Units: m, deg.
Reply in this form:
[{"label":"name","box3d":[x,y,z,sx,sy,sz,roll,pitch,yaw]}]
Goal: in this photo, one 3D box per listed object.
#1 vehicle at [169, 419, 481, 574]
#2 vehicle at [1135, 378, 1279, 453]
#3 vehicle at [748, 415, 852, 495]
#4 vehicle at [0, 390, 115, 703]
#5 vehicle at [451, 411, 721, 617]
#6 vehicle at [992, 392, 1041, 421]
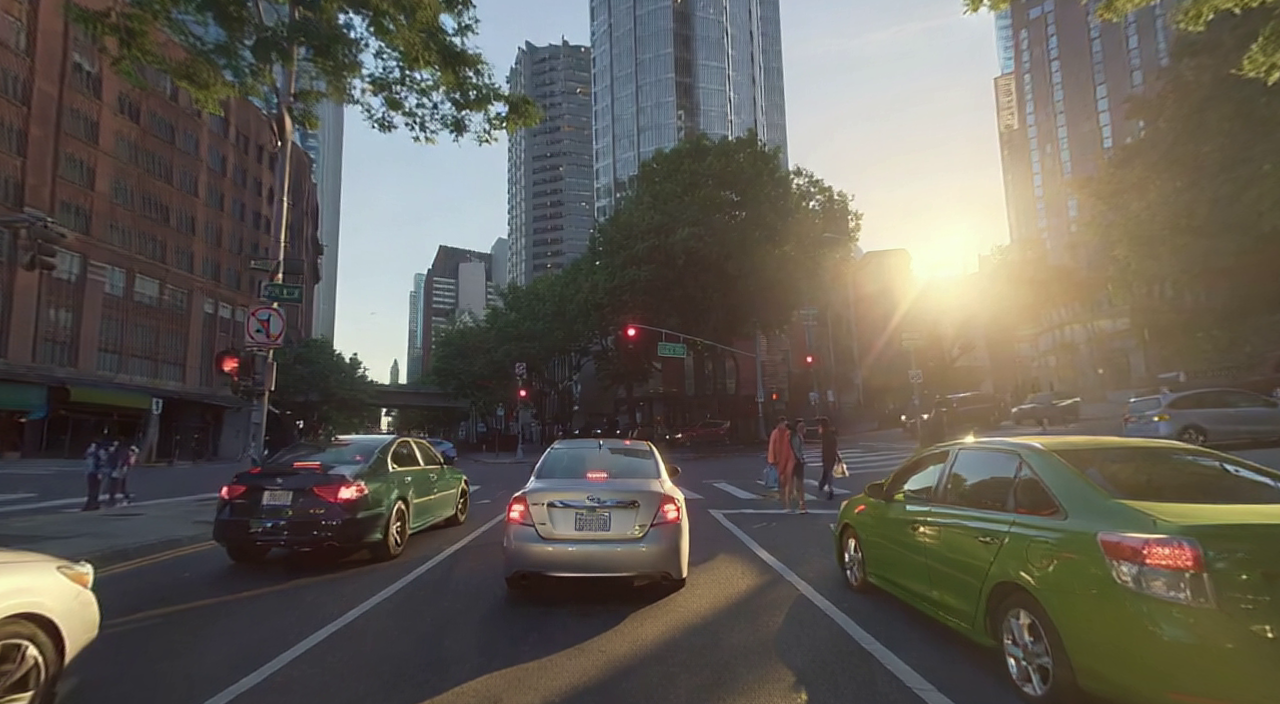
[{"label":"vehicle","box3d":[-3.685,1.755,8.486,1.934,1.522,4.287,0,-8,0]},{"label":"vehicle","box3d":[21.627,2.359,22.882,5.863,2.493,2.354,2,-9,-12]},{"label":"vehicle","box3d":[3.756,2.513,15.633,1.958,1.667,4.392,-1,-9,7]},{"label":"vehicle","box3d":[-3.907,0.699,1.194,1.995,1.524,4.438,0,-8,0]},{"label":"vehicle","box3d":[-0.418,1.496,6.730,1.999,1.520,3.896,0,-8,-1]},{"label":"vehicle","box3d":[26.579,3.908,44.528,1.979,1.769,4.657,-7,-11,40]}]
